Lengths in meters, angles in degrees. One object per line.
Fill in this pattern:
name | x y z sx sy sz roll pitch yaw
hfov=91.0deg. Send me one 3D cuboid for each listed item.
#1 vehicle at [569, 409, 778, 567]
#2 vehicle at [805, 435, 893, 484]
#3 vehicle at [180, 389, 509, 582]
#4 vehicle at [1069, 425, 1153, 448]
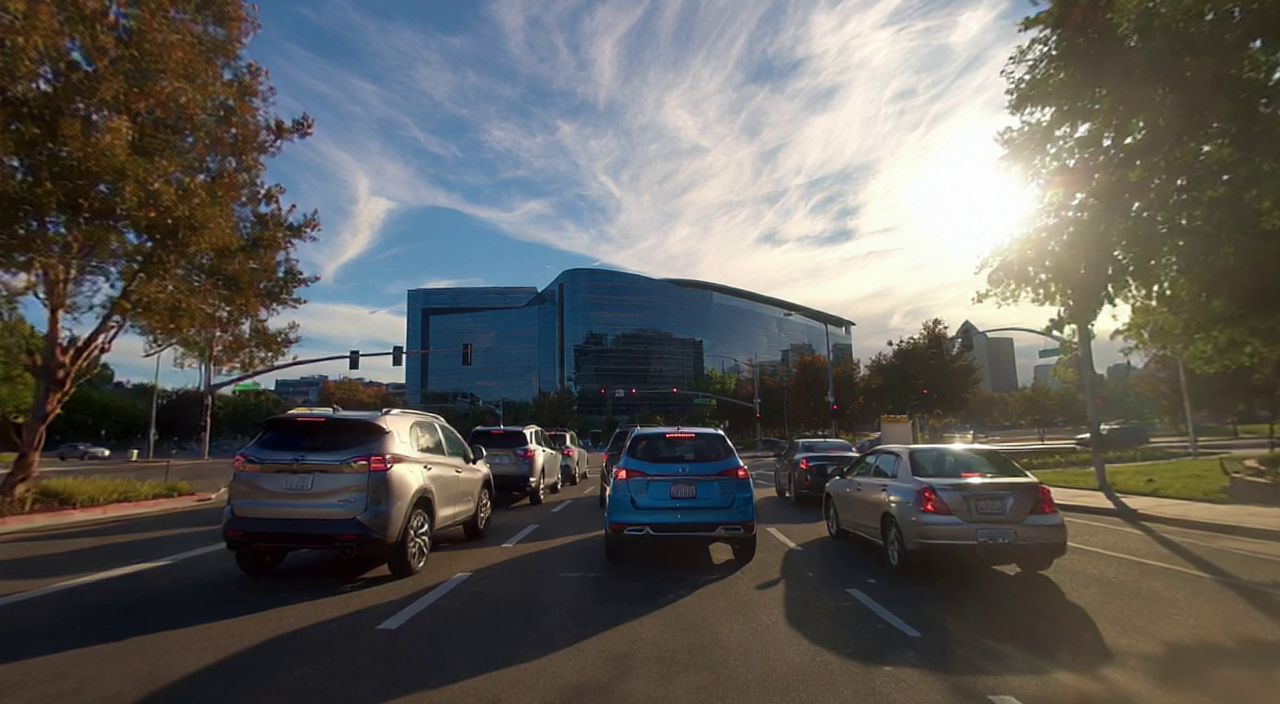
vehicle | 0.384 1.746 8.776 2.189 1.649 4.171 0 -8 1
vehicle | 7.440 3.855 22.907 2.067 1.599 4.251 -1 -8 5
vehicle | -3.251 1.580 8.197 2.085 1.812 4.388 0 -8 1
vehicle | 34.118 6.167 45.754 4.632 1.580 1.801 -5 -10 31
